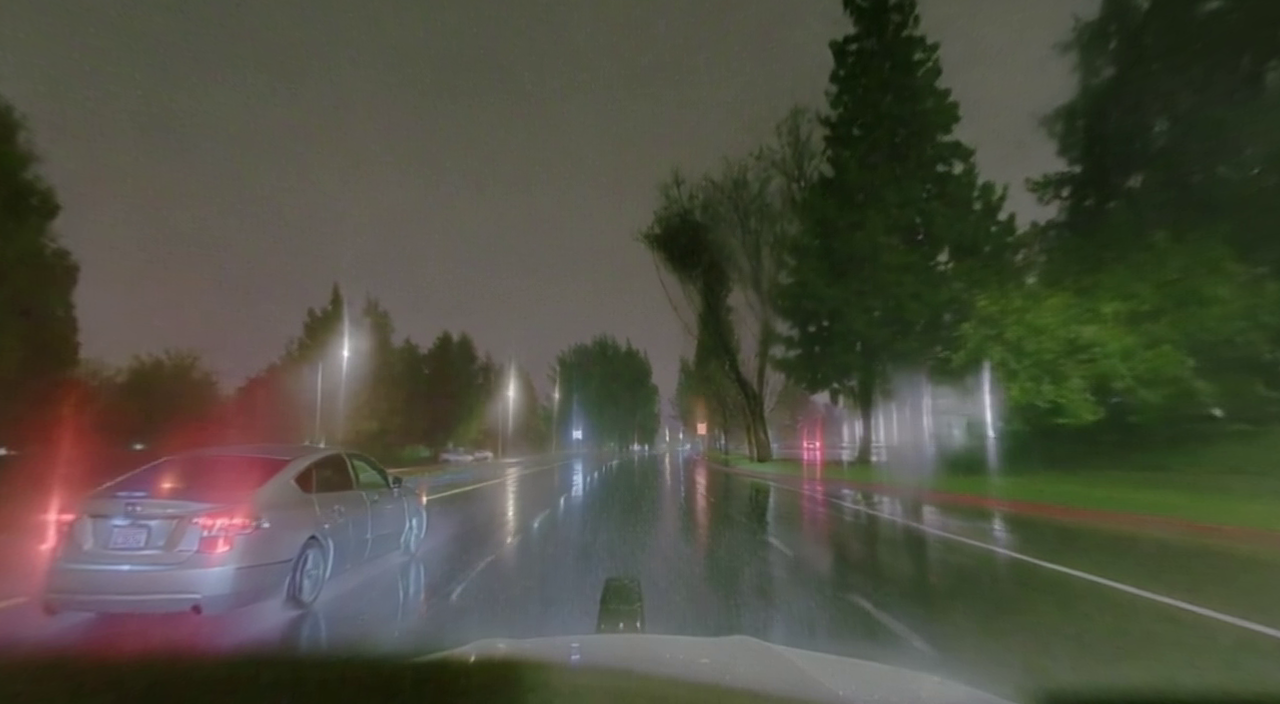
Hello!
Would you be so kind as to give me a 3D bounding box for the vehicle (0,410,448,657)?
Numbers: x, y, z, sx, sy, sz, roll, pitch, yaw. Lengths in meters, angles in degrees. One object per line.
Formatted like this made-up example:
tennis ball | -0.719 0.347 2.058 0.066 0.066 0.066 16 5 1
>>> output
vehicle | -3.524 1.453 6.150 1.915 1.521 4.283 0 -8 1
